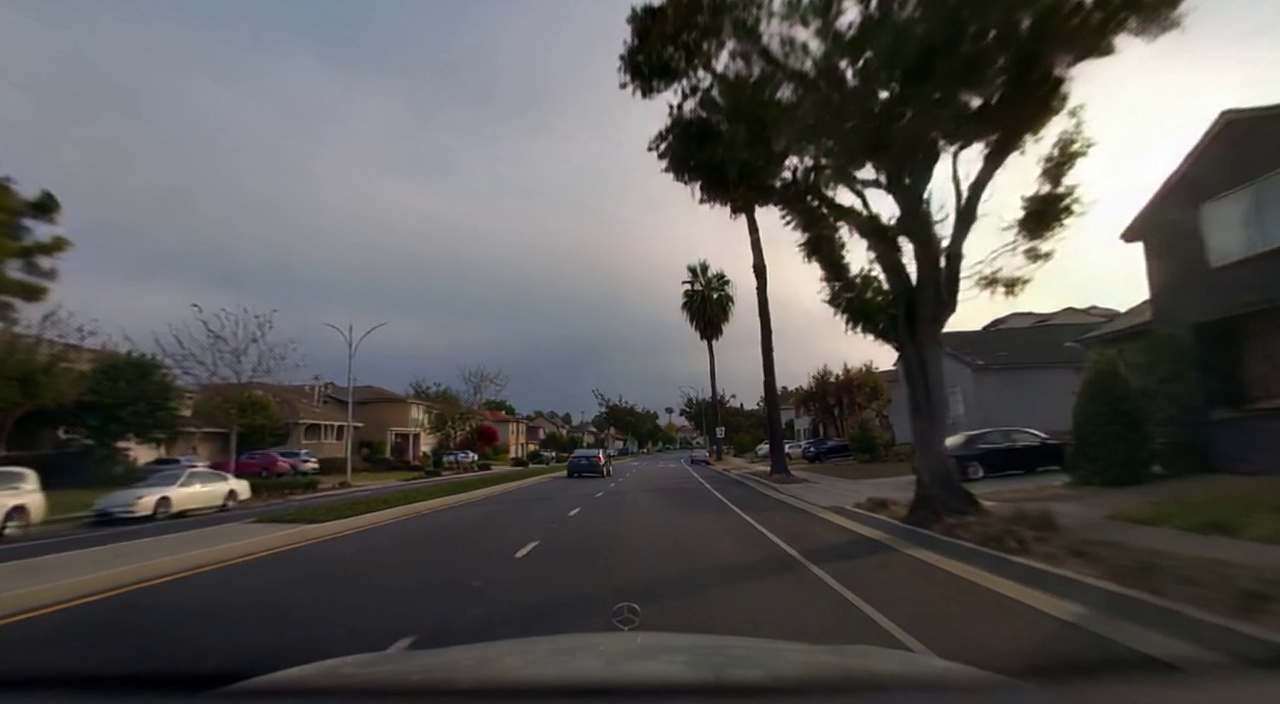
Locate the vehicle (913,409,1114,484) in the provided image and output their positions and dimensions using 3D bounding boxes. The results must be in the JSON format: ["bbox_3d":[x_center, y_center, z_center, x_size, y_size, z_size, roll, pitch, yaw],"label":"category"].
[{"bbox_3d":[10.959,2.843,18.871,4.549,1.672,2.008,-6,-10,2],"label":"vehicle"}]

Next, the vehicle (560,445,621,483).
[{"bbox_3d":[-2.017,4.715,26.884,2.035,1.474,4.284,0,-9,3],"label":"vehicle"}]

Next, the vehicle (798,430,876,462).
[{"bbox_3d":[12.368,5.922,39.709,4.531,1.864,2.037,5,-10,-29],"label":"vehicle"}]

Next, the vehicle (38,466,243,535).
[{"bbox_3d":[-13.535,4.009,17.591,1.995,1.482,4.448,-4,-10,2],"label":"vehicle"}]

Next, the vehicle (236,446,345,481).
[{"bbox_3d":[-20.188,6.468,36.713,4.942,1.932,2.247,0,-9,-2],"label":"vehicle"}]
